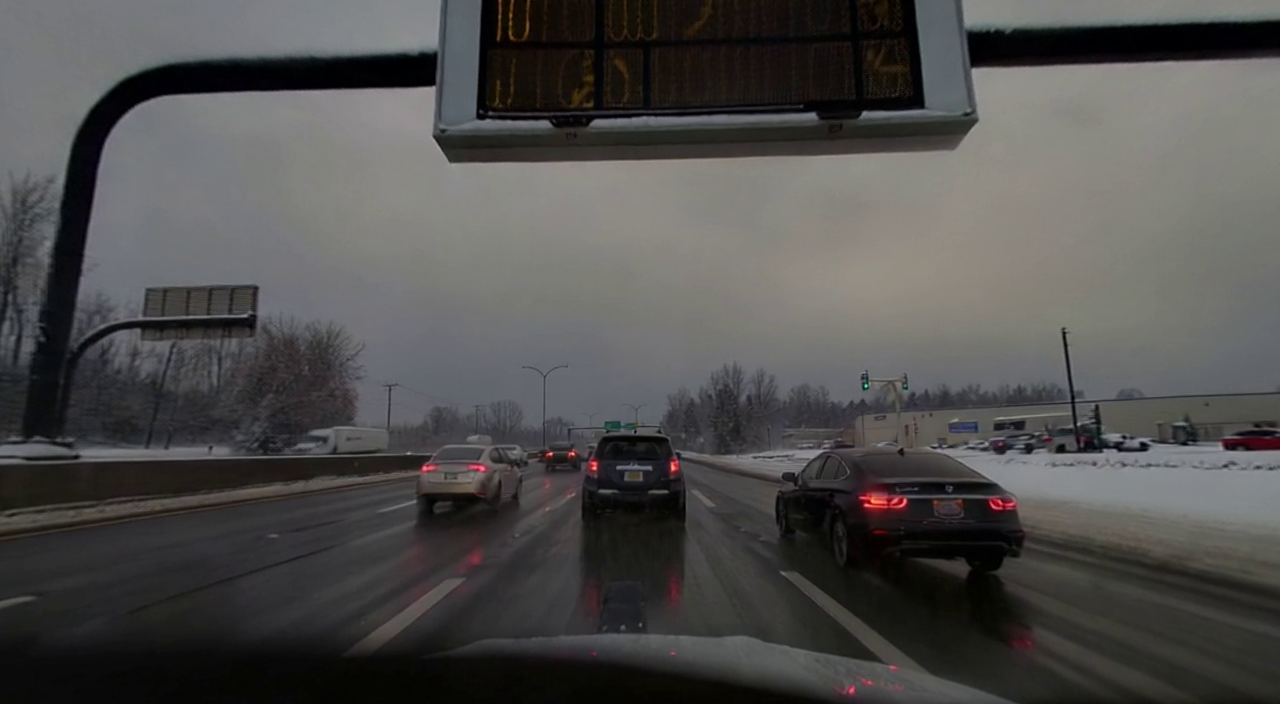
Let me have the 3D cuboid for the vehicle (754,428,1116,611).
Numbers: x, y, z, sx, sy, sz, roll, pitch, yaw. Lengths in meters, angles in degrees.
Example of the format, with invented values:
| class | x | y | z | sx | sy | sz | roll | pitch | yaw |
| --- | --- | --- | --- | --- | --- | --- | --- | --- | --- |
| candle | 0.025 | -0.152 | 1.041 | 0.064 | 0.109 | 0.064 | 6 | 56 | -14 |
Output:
| class | x | y | z | sx | sy | sz | roll | pitch | yaw |
| --- | --- | --- | --- | --- | --- | --- | --- | --- | --- |
| vehicle | 2.838 | 1.715 | 7.474 | 2.018 | 1.470 | 4.491 | 0 | -9 | -1 |

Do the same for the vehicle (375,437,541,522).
| class | x | y | z | sx | sy | sz | roll | pitch | yaw |
| --- | --- | --- | --- | --- | --- | --- | --- | --- | --- |
| vehicle | -3.534 | 2.574 | 13.296 | 2.132 | 1.464 | 4.481 | 0 | -9 | 1 |

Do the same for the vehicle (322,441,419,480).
| class | x | y | z | sx | sy | sz | roll | pitch | yaw |
| --- | --- | --- | --- | --- | --- | --- | --- | --- | --- |
| vehicle | -11.116 | 4.499 | 26.474 | 1.930 | 1.485 | 4.765 | 0 | -9 | 1 |

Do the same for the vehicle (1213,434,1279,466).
| class | x | y | z | sx | sy | sz | roll | pitch | yaw |
| --- | --- | --- | --- | --- | --- | --- | --- | --- | --- |
| vehicle | 31.796 | 4.868 | 31.412 | 1.805 | 1.536 | 4.325 | 3 | -9 | -18 |

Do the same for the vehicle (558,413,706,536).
| class | x | y | z | sx | sy | sz | roll | pitch | yaw |
| --- | --- | --- | --- | --- | --- | --- | --- | --- | --- |
| vehicle | -0.127 | 2.093 | 11.268 | 2.152 | 1.779 | 3.924 | 0 | -9 | 0 |
